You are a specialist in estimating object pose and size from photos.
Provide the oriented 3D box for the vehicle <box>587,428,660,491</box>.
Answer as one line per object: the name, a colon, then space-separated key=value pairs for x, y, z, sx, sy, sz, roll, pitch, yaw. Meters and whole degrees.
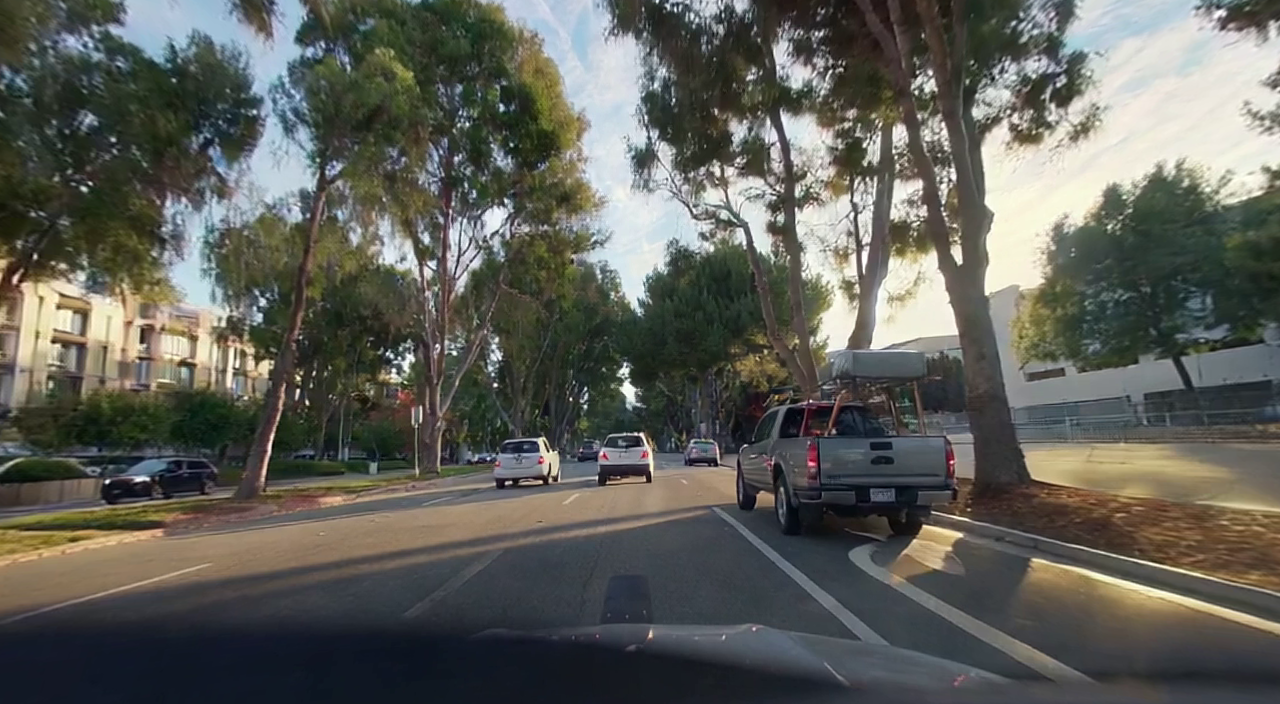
vehicle: x=-0.461 y=3.369 z=20.011 sx=2.075 sy=1.770 sz=4.018 roll=0 pitch=-8 yaw=0

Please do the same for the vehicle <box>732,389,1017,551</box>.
vehicle: x=3.435 y=1.951 z=11.152 sx=2.655 sy=2.054 sz=6.098 roll=0 pitch=-8 yaw=0

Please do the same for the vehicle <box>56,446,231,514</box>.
vehicle: x=-15.023 y=3.844 z=19.461 sx=1.889 sy=1.743 sz=4.296 roll=-3 pitch=-8 yaw=1

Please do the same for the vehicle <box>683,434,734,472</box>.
vehicle: x=3.694 y=5.549 z=34.958 sx=2.183 sy=1.948 sz=4.633 roll=0 pitch=-8 yaw=-1

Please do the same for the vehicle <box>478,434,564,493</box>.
vehicle: x=-3.587 y=3.441 z=19.736 sx=1.894 sy=1.642 sz=3.861 roll=0 pitch=-8 yaw=1
